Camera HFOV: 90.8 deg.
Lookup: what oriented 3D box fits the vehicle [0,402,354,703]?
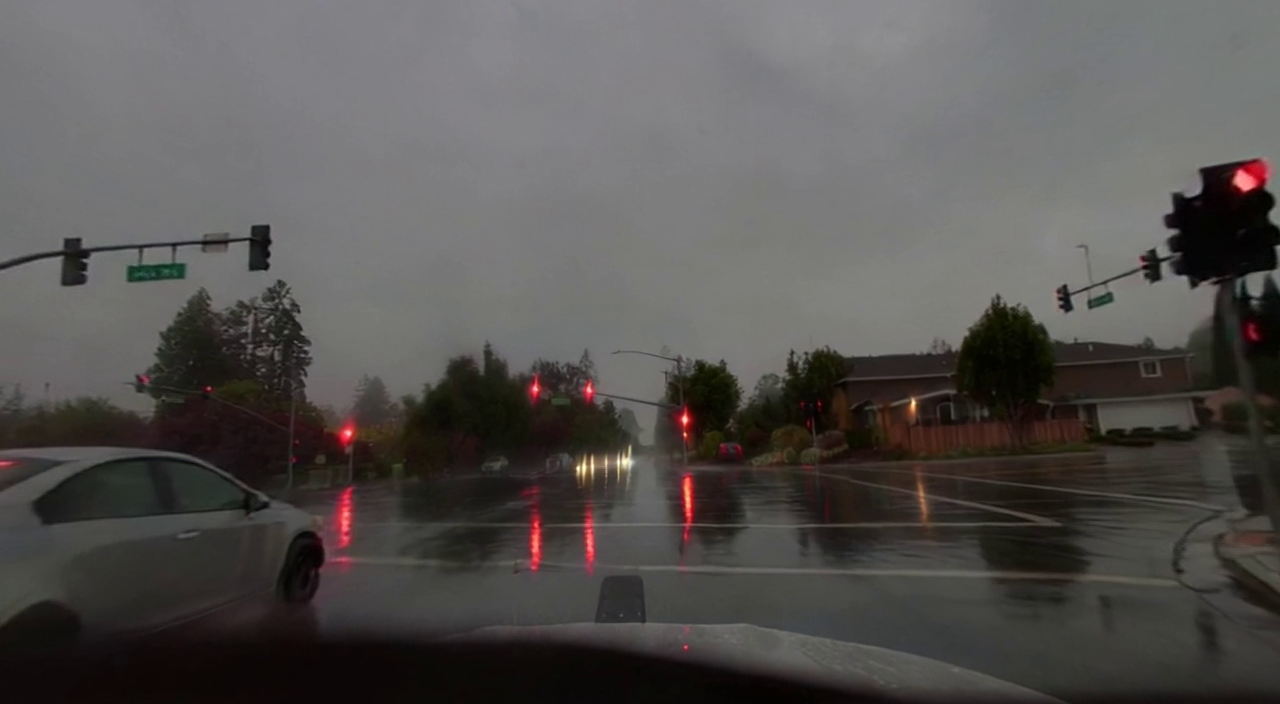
[{"bbox_3d":[-3.681,1.202,4.121,1.777,1.537,3.831,0,-9,0],"label":"vehicle"}]
